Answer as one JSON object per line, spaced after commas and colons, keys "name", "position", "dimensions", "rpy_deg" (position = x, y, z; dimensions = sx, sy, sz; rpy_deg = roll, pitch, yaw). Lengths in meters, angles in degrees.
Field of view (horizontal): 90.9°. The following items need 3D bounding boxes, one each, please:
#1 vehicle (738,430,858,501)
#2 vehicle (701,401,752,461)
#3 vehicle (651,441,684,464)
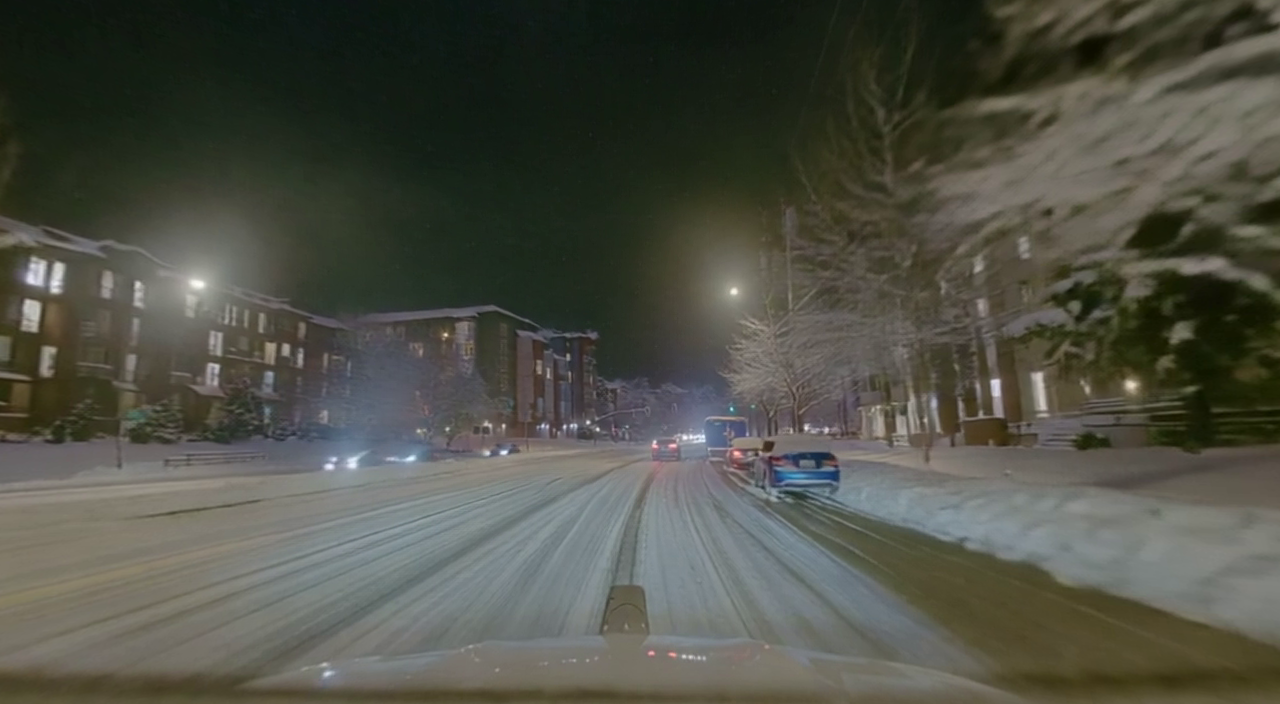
{"name": "vehicle", "position": [4.090, 3.018, 17.224], "dimensions": [2.121, 1.659, 4.675], "rpy_deg": [0, -8, 1]}
{"name": "vehicle", "position": [6.375, 6.210, 48.425], "dimensions": [3.157, 3.982, 13.307], "rpy_deg": [-1, -8, 5]}
{"name": "vehicle", "position": [1.784, 6.224, 39.230], "dimensions": [1.871, 1.370, 4.206], "rpy_deg": [-1, -8, 5]}
